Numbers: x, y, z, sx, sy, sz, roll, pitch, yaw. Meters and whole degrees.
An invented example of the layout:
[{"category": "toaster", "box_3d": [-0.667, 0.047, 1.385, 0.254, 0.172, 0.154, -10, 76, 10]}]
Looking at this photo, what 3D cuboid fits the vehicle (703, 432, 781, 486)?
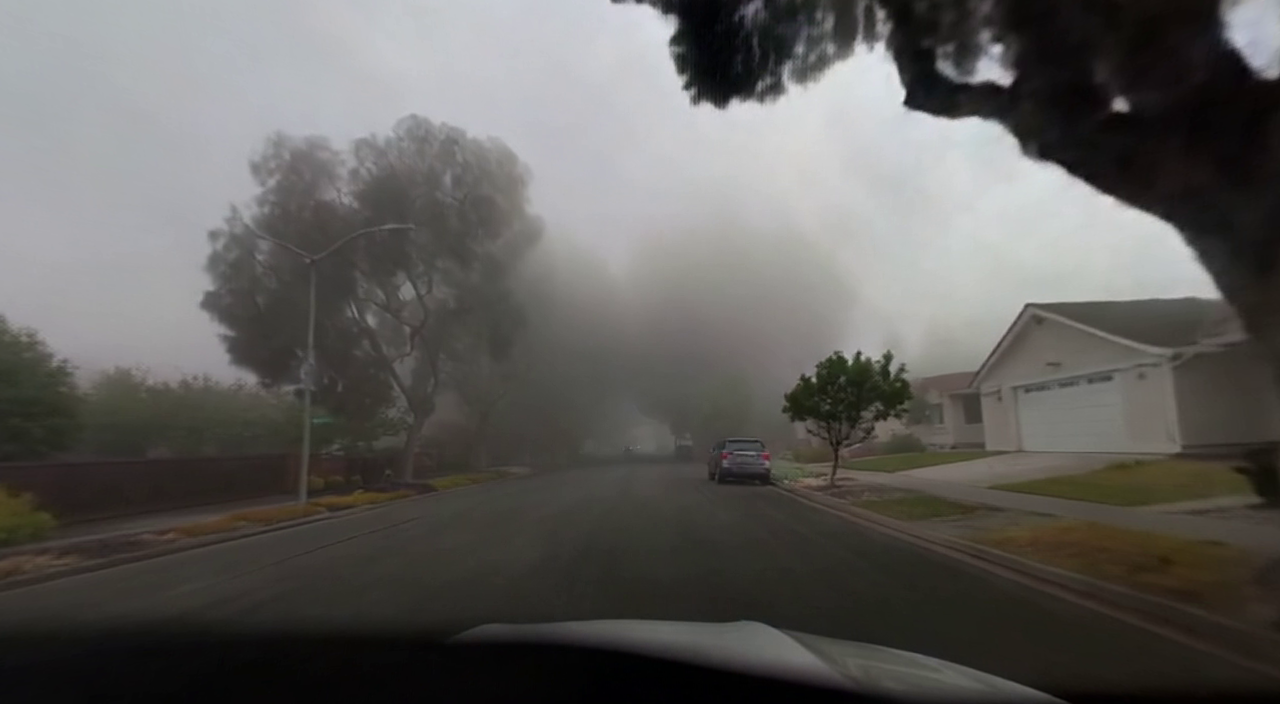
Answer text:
[{"category": "vehicle", "box_3d": [3.522, 3.780, 22.662, 2.055, 1.738, 4.448, 0, -8, 0]}]
